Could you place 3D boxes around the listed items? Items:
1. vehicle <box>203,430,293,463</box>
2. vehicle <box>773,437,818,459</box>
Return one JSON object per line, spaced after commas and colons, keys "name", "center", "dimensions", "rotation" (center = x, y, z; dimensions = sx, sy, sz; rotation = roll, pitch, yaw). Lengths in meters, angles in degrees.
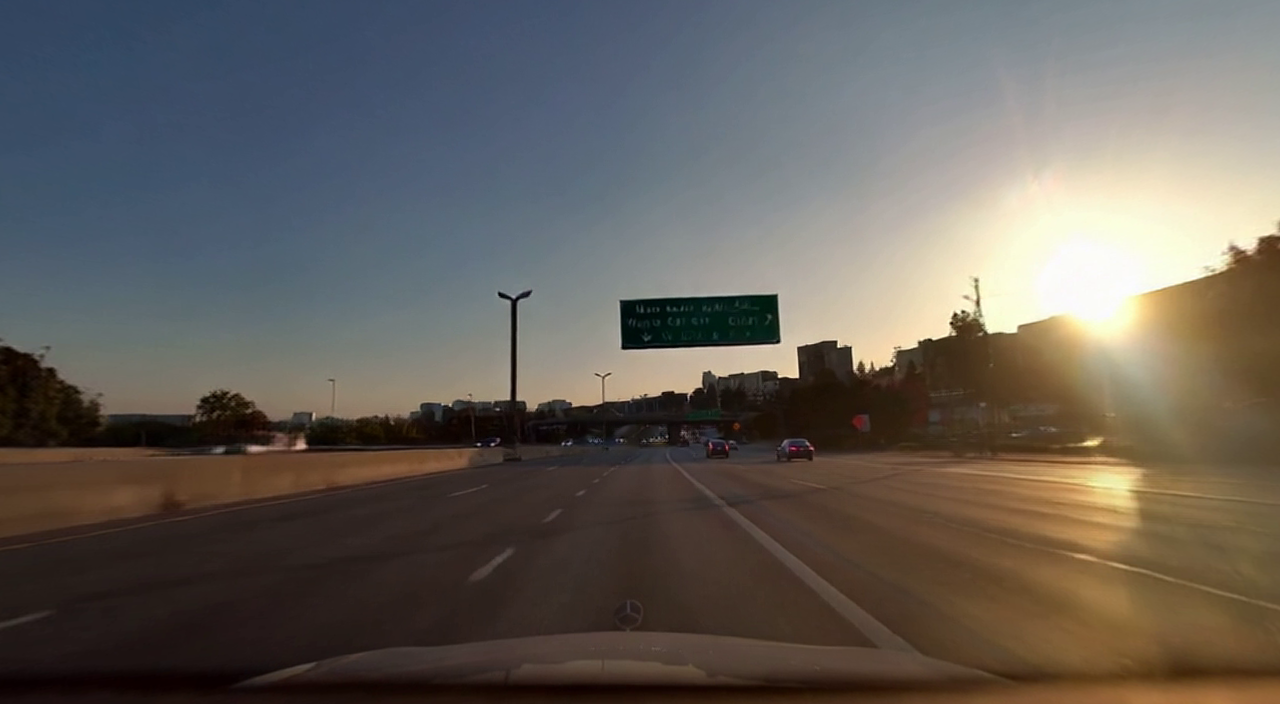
{"name": "vehicle", "center": [-18.241, 4.416, 29.556], "dimensions": [1.798, 1.431, 3.672], "rotation": [0, -8, 1]}
{"name": "vehicle", "center": [11.027, 6.820, 44.938], "dimensions": [2.000, 1.514, 4.585], "rotation": [-1, -8, 0]}
